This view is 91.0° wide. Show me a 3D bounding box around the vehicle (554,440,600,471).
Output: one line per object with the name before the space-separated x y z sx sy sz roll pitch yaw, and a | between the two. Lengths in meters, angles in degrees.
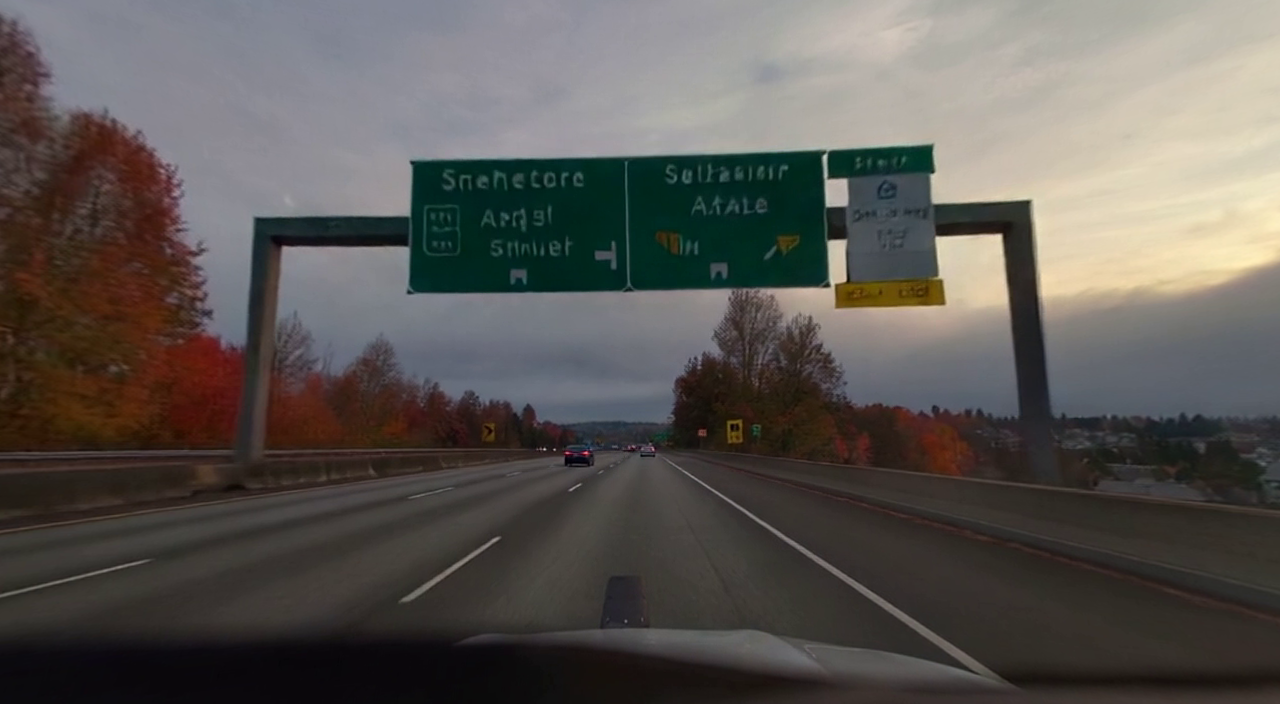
vehicle | -3.377 5.653 34.706 2.061 1.572 4.814 0 -8 0
